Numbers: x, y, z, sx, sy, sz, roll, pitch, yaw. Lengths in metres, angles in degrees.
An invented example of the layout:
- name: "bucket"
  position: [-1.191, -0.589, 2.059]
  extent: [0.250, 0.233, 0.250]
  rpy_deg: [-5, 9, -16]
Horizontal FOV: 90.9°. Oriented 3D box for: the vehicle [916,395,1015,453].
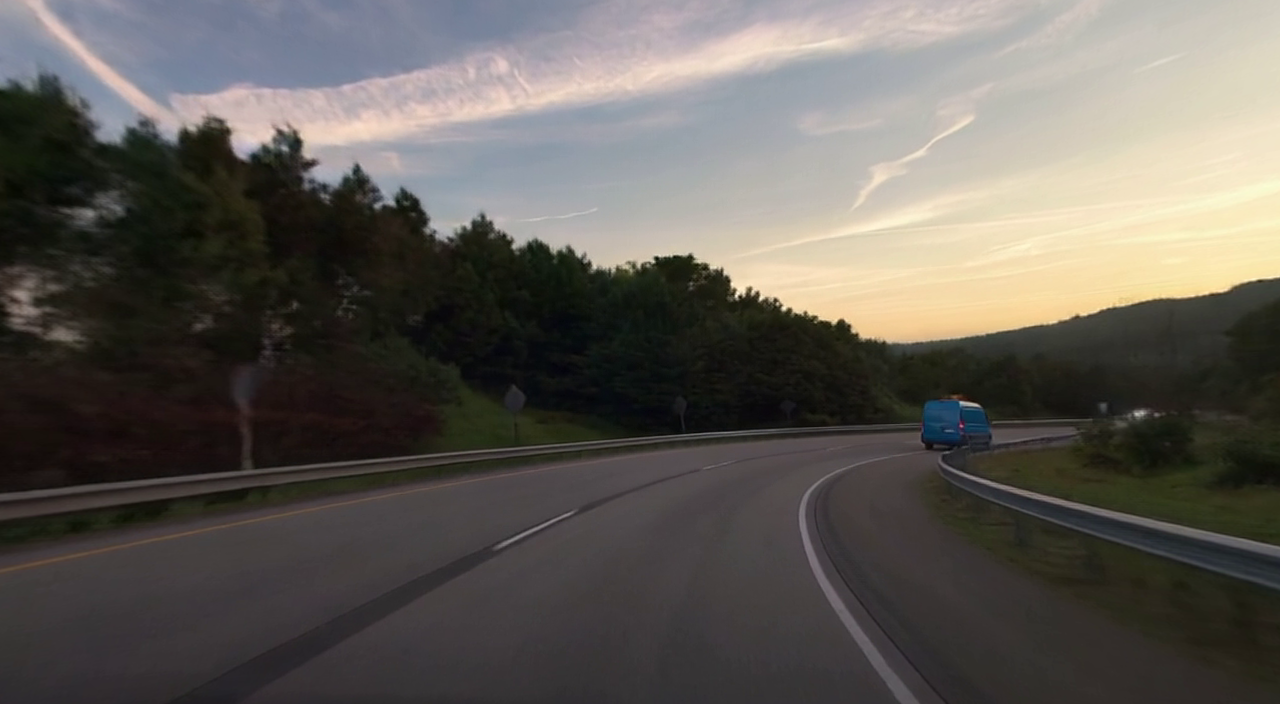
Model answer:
- name: "vehicle"
  position: [16.078, 3.593, 31.001]
  extent: [5.330, 2.577, 2.352]
  rpy_deg: [6, -10, -40]
